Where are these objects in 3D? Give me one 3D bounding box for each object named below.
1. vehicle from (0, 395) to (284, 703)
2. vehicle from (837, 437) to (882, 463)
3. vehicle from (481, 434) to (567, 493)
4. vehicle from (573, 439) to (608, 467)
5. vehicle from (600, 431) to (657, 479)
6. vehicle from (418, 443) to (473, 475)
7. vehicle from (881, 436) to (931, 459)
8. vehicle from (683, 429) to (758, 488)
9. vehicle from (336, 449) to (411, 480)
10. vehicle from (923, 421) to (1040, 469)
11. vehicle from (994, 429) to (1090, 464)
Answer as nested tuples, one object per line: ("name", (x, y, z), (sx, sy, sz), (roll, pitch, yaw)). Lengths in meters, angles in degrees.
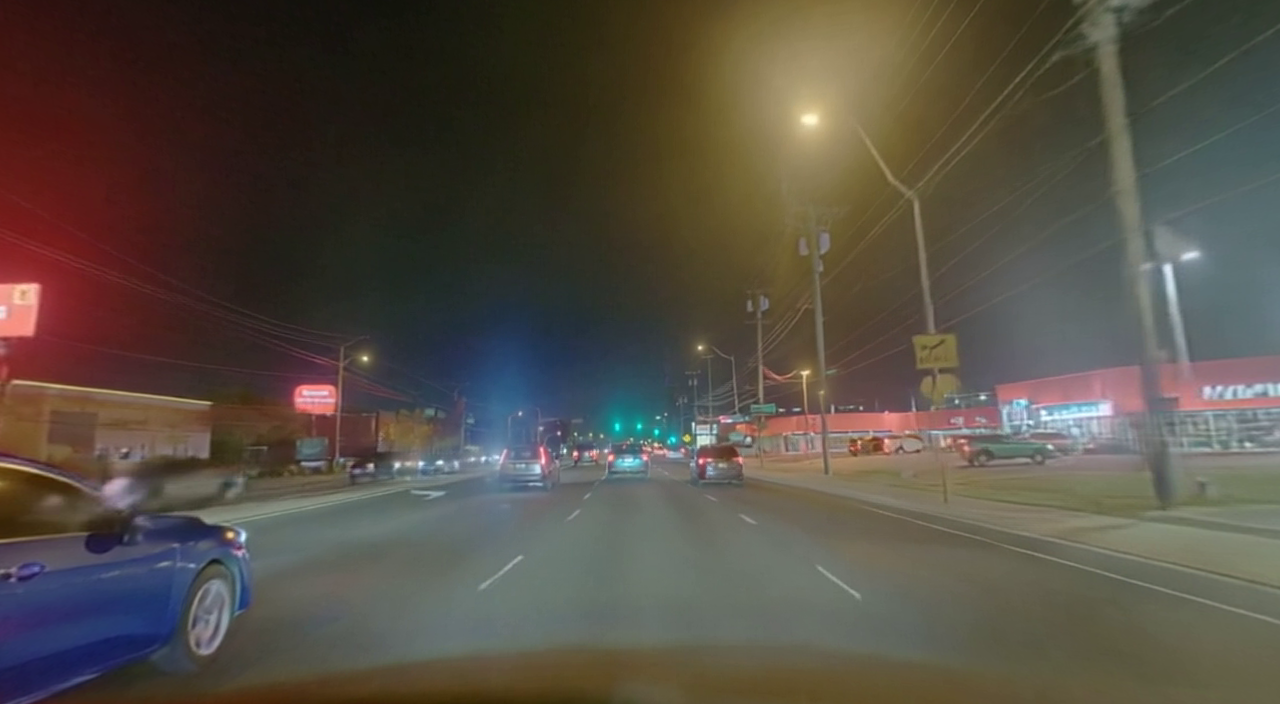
("vehicle", (-3.339, 0.849, 1.840), (2.022, 1.498, 4.471), (0, -8, -1))
("vehicle", (14.729, 6.511, 42.197), (1.990, 1.597, 4.475), (-5, -10, 29))
("vehicle", (-3.603, 3.522, 20.337), (2.051, 1.671, 3.861), (0, -8, 0))
("vehicle", (-3.827, 7.914, 49.689), (2.405, 2.009, 5.909), (0, -8, -1))
("vehicle", (-0.535, 4.523, 27.879), (2.326, 1.925, 4.253), (0, -8, -2))
("vehicle", (-11.655, 6.439, 38.220), (2.016, 1.773, 4.433), (0, -8, -1))
("vehicle", (19.215, 6.900, 45.860), (1.883, 1.499, 4.403), (-1, -8, 3))
("vehicle", (2.774, 3.763, 22.682), (2.026, 1.904, 4.102), (0, -8, -2))
("vehicle", (-15.021, 6.325, 35.910), (2.258, 1.586, 4.820), (0, -8, -1))
("vehicle", (16.122, 4.474, 30.317), (2.409, 1.981, 5.809), (-2, -9, 1))
("vehicle", (19.269, 4.581, 30.532), (1.941, 1.536, 3.956), (0, -9, -1))
